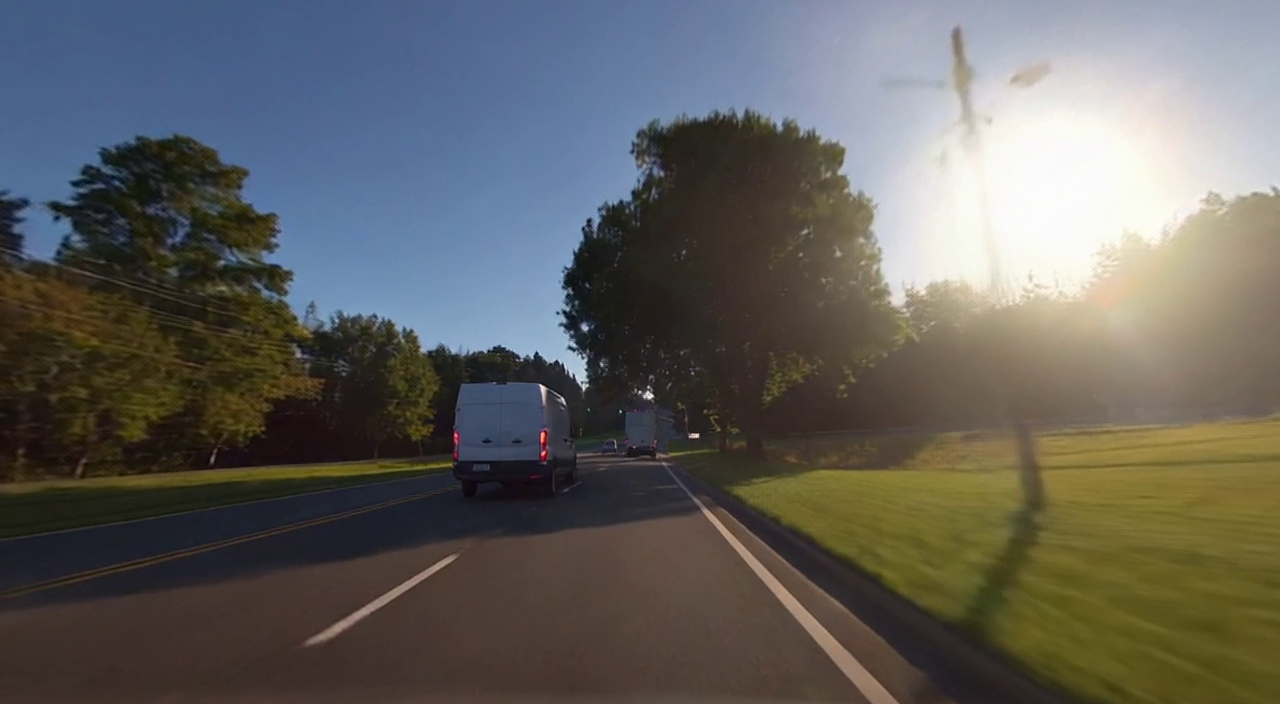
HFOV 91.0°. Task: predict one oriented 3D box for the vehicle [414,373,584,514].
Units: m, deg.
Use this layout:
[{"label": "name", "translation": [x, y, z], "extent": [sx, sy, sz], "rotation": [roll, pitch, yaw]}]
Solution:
[{"label": "vehicle", "translation": [-2.916, 2.145, 14.875], "extent": [2.497, 2.628, 6.016], "rotation": [0, -8, 1]}]
